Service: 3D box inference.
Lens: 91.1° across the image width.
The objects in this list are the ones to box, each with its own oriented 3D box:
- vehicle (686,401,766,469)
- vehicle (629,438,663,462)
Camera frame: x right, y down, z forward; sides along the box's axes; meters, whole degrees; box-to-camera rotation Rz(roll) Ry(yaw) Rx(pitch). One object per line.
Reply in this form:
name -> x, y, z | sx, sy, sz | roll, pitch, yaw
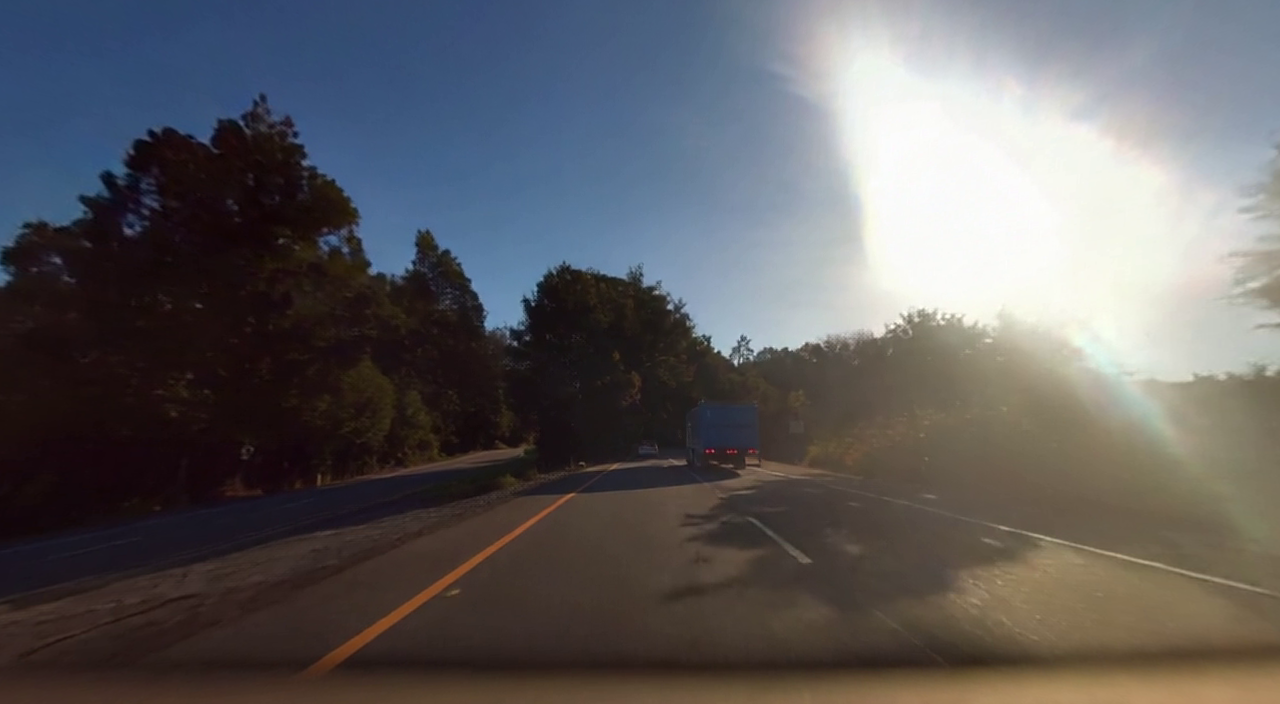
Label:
vehicle -> 4.361, 4.534, 33.755 | 3.015, 3.211, 7.982 | 0, -9, -1
vehicle -> 0.412, 6.673, 42.917 | 2.170, 1.544, 4.373 | 0, -9, 0
